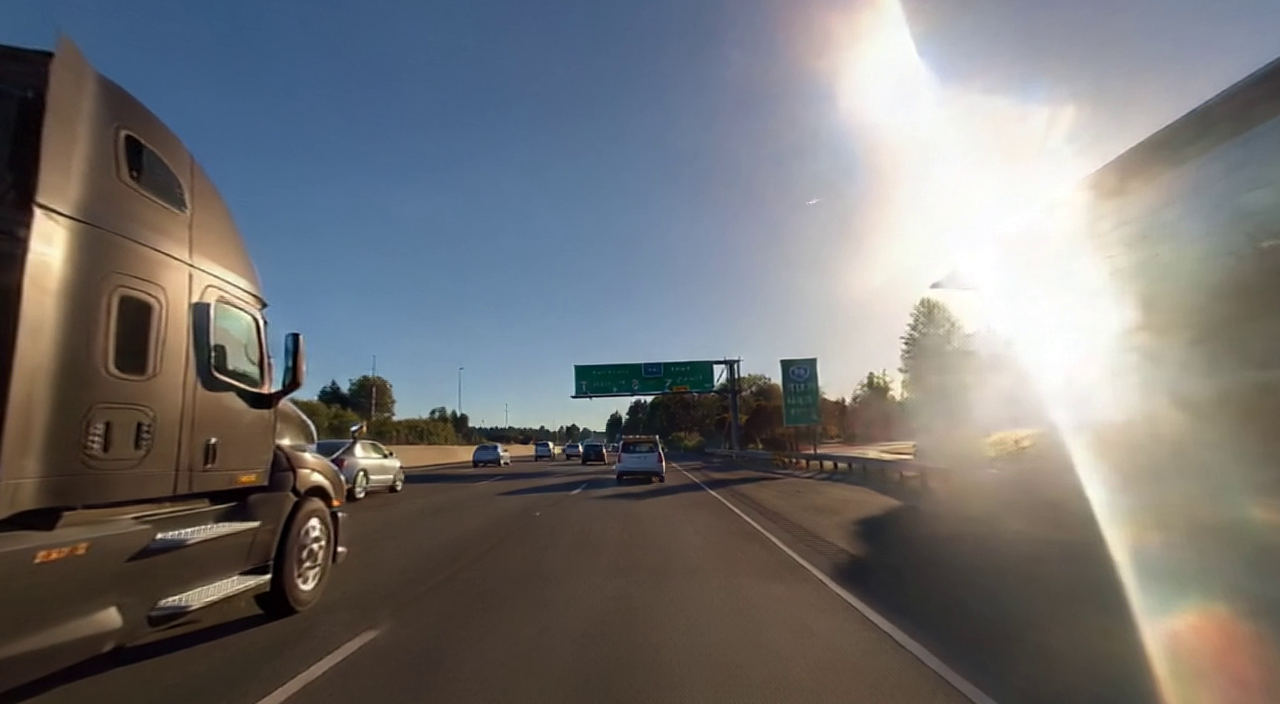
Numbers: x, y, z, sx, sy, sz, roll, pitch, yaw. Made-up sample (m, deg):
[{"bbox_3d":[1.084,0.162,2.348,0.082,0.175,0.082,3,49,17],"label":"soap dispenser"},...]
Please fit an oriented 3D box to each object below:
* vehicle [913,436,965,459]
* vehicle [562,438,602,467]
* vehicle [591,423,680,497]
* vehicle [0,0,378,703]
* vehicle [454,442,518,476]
[{"bbox_3d":[20.465,6.592,43.333,1.918,1.472,4.782,-2,-9,9],"label":"vehicle"},{"bbox_3d":[-3.423,6.013,37.929,1.952,1.649,4.131,0,-9,1],"label":"vehicle"},{"bbox_3d":[-0.104,2.922,17.359,2.152,1.779,3.924,0,-9,0],"label":"vehicle"},{"bbox_3d":[-3.921,-0.449,0.916,2.990,3.885,8.540,-1,-9,3],"label":"vehicle"},{"bbox_3d":[-7.217,5.046,29.954,1.869,1.466,4.217,0,-9,1],"label":"vehicle"}]
